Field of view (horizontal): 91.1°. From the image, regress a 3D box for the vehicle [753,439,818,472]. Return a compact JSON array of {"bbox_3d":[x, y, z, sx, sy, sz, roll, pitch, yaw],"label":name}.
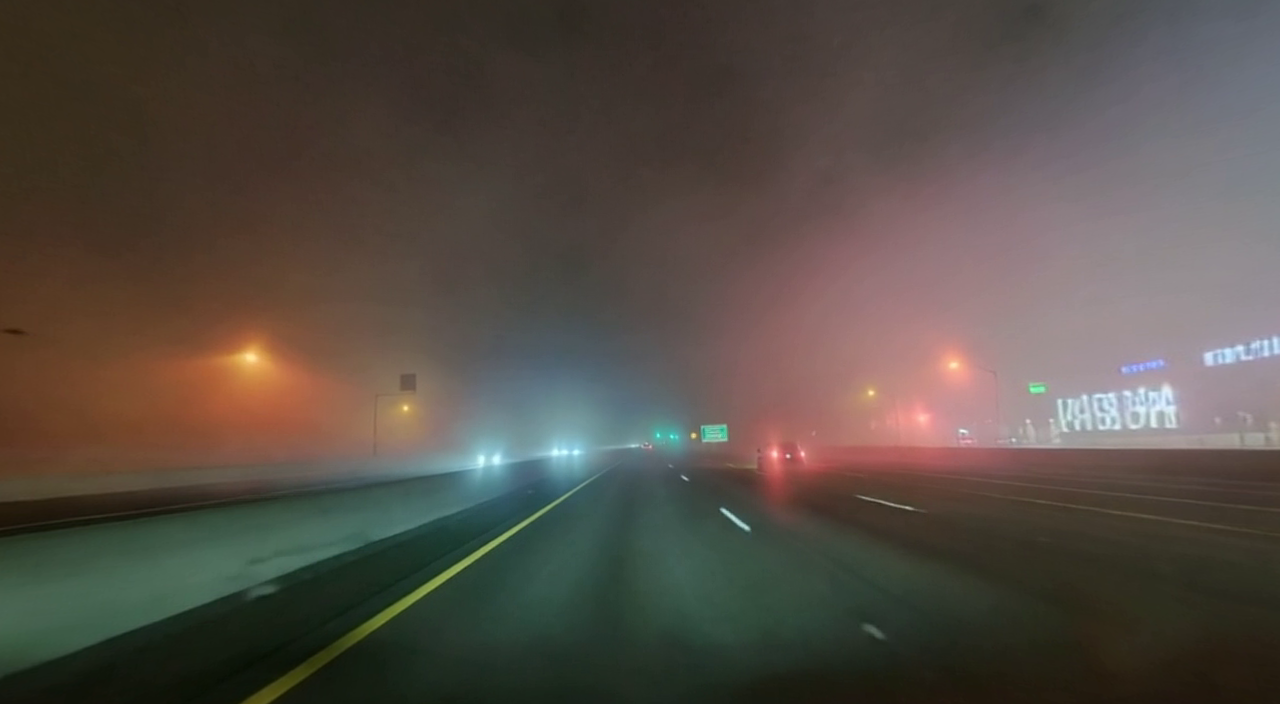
[{"bbox_3d":[7.338,5.297,32.316,2.079,1.518,5.032,0,-8,-1],"label":"vehicle"}]
